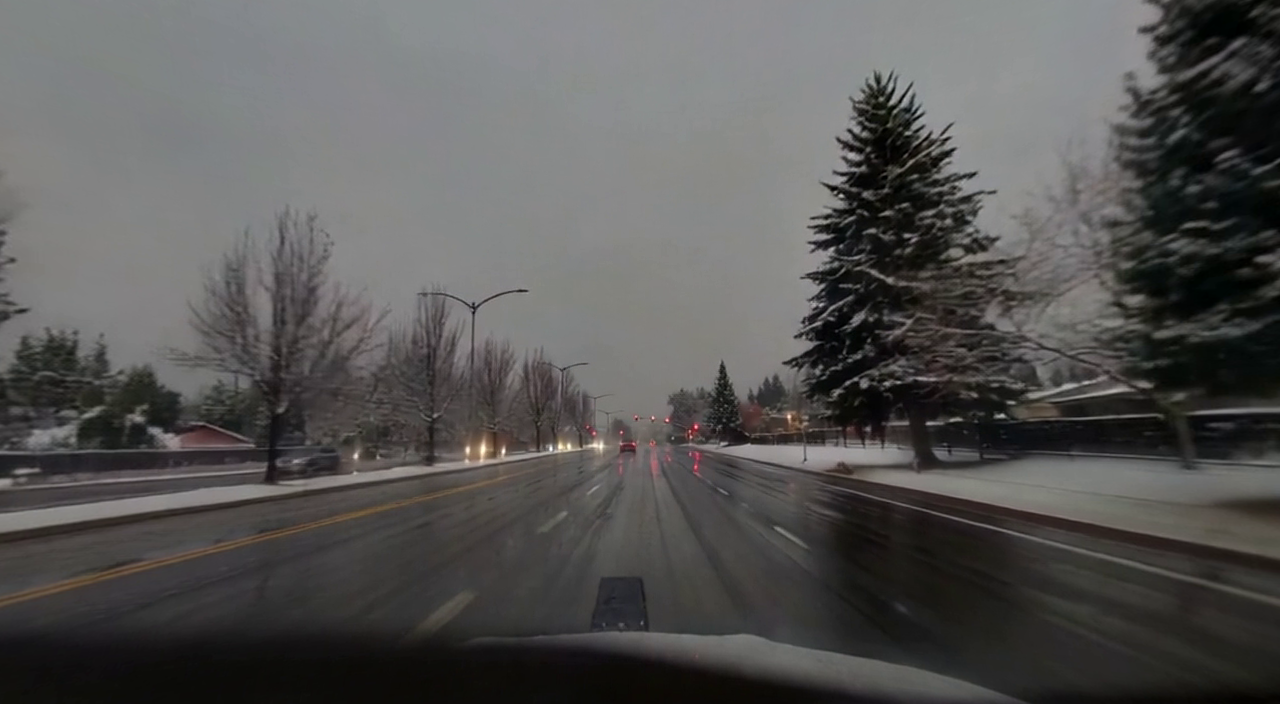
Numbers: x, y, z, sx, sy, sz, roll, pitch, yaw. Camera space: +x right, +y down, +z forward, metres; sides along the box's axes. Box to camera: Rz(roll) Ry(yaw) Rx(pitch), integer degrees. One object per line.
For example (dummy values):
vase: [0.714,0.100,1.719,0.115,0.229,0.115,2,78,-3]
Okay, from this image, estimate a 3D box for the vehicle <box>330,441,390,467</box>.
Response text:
vehicle: [-20.085,7.331,45.422,2.103,1.731,4.598,0,-9,1]

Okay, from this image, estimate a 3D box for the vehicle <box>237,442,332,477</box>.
vehicle: [-16.881,5.103,30.235,1.869,1.557,4.424,0,-9,2]
